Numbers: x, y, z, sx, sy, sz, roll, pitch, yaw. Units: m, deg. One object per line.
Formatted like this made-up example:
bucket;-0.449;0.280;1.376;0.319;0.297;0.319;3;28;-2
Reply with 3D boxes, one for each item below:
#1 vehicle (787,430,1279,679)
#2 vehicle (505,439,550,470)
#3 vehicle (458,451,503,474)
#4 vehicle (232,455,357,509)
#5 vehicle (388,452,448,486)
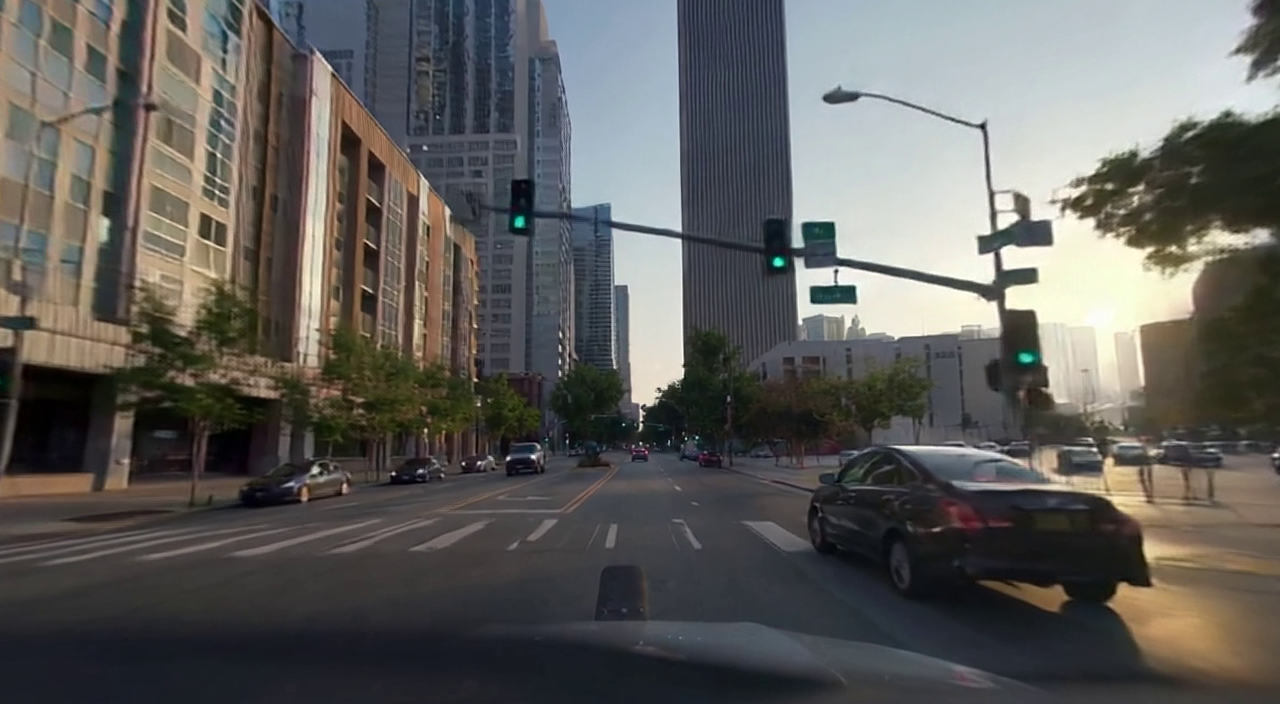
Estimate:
vehicle;3.054;1.585;6.153;2.080;1.524;4.348;0;-8;-1
vehicle;-8.295;7.598;46.772;2.379;2.086;5.321;0;-8;0
vehicle;-12.102;8.399;47.874;2.015;1.521;4.798;-1;-8;3
vehicle;-12.225;4.600;22.647;1.910;1.511;4.565;-1;-7;0
vehicle;-12.211;6.441;34.795;1.867;1.583;4.108;-1;-8;0
